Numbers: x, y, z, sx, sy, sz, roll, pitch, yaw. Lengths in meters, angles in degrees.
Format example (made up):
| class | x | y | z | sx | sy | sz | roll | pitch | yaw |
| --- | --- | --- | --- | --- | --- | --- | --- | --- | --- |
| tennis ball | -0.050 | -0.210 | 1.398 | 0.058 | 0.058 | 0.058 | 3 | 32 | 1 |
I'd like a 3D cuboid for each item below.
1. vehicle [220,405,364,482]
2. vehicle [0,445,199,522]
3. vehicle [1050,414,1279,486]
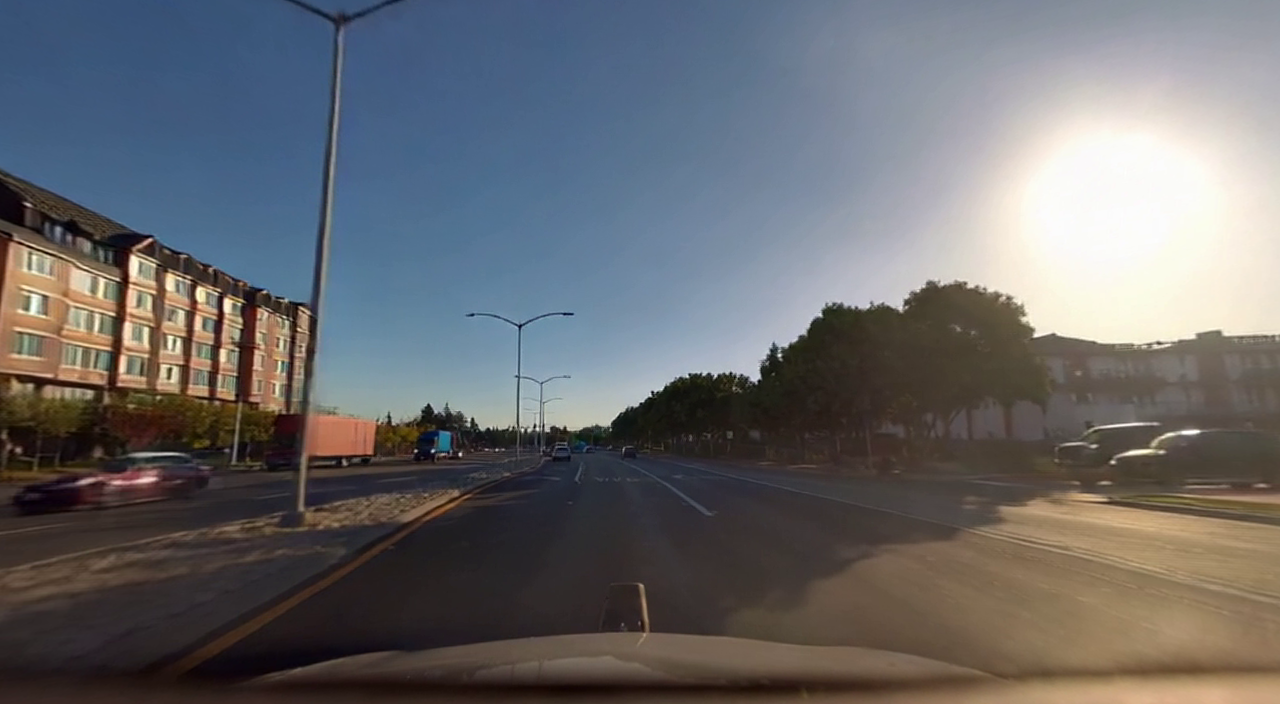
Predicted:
| class | x | y | z | sx | sy | sz | roll | pitch | yaw |
| --- | --- | --- | --- | --- | --- | --- | --- | --- | --- |
| vehicle | -19.813 | 5.542 | 37.501 | 3.331 | 3.651 | 14.423 | 2 | -9 | -12 |
| vehicle | -13.222 | 3.018 | 15.082 | 2.150 | 1.534 | 4.569 | 0 | -9 | -2 |
| vehicle | 16.575 | 3.029 | 19.558 | 5.829 | 1.995 | 2.659 | -3 | -9 | 16 |
